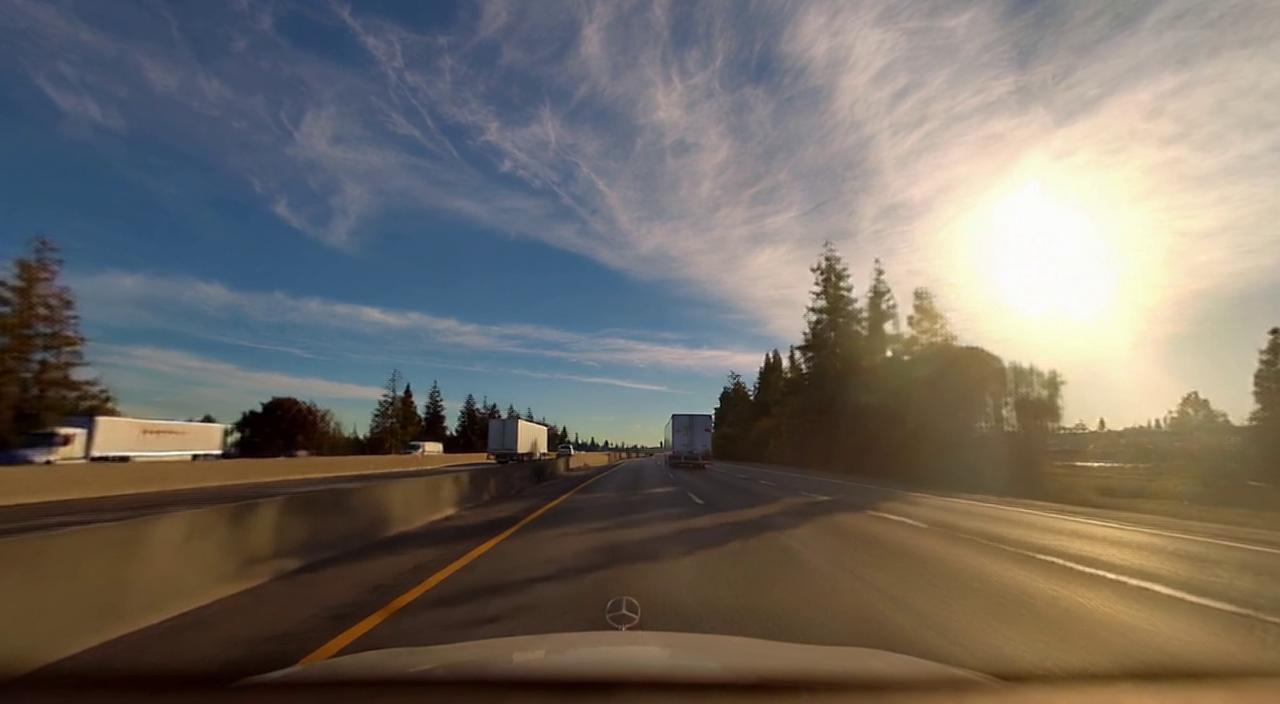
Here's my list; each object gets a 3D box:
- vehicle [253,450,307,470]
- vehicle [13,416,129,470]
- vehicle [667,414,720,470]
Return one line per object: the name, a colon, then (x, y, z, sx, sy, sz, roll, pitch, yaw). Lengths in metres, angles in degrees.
vehicle: (-27.290, 8.165, 47.921, 1.745, 1.416, 3.725, -1, -9, 3)
vehicle: (-43.743, 7.078, 48.844, 2.954, 3.907, 6.034, 0, -9, 2)
vehicle: (3.808, 6.996, 48.521, 2.928, 3.595, 13.975, 0, -9, 0)
